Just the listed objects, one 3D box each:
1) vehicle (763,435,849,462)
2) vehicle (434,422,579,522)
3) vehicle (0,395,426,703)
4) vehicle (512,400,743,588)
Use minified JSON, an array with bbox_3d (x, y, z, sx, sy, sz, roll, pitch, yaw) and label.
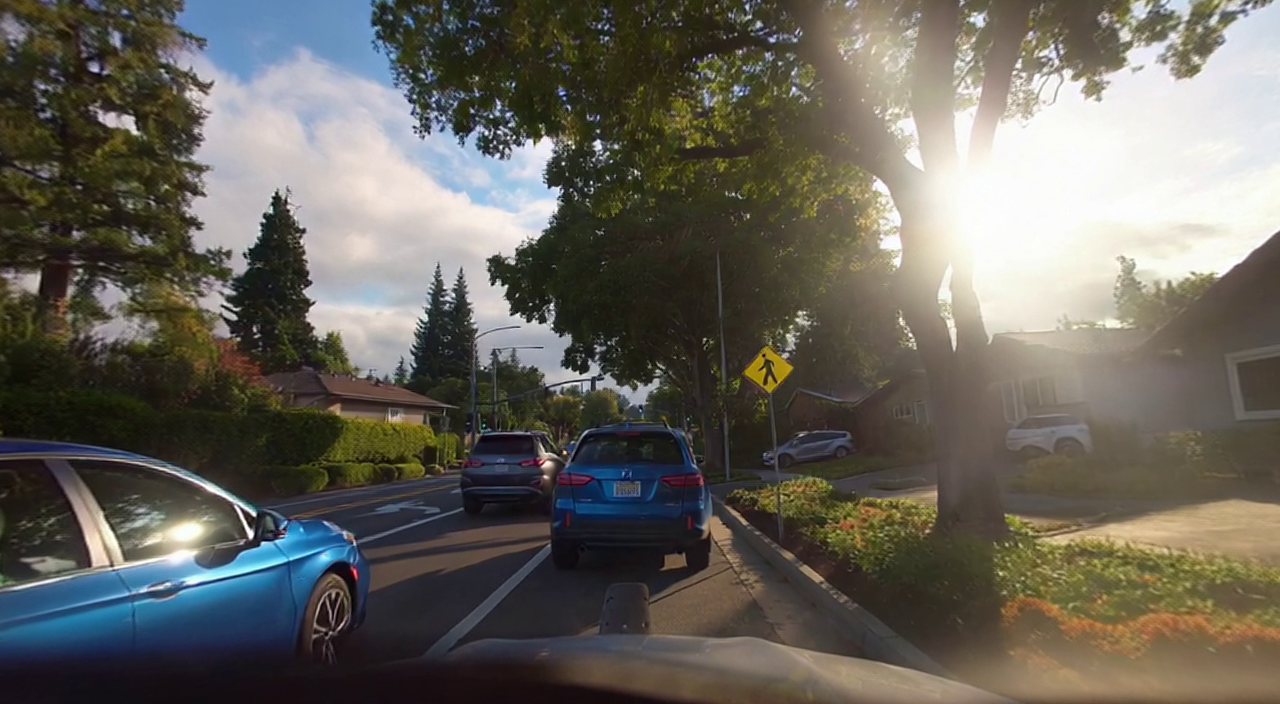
[{"bbox_3d":[9.345,5.480,35.782,4.456,1.504,1.914,-1,-9,5],"label":"vehicle"},{"bbox_3d":[-2.564,2.436,13.245,2.000,1.737,4.133,0,-9,2],"label":"vehicle"},{"bbox_3d":[-2.869,1.044,2.998,1.968,1.472,4.685,0,-9,1],"label":"vehicle"},{"bbox_3d":[-0.118,1.600,7.819,2.120,1.718,3.909,0,-9,0],"label":"vehicle"}]
